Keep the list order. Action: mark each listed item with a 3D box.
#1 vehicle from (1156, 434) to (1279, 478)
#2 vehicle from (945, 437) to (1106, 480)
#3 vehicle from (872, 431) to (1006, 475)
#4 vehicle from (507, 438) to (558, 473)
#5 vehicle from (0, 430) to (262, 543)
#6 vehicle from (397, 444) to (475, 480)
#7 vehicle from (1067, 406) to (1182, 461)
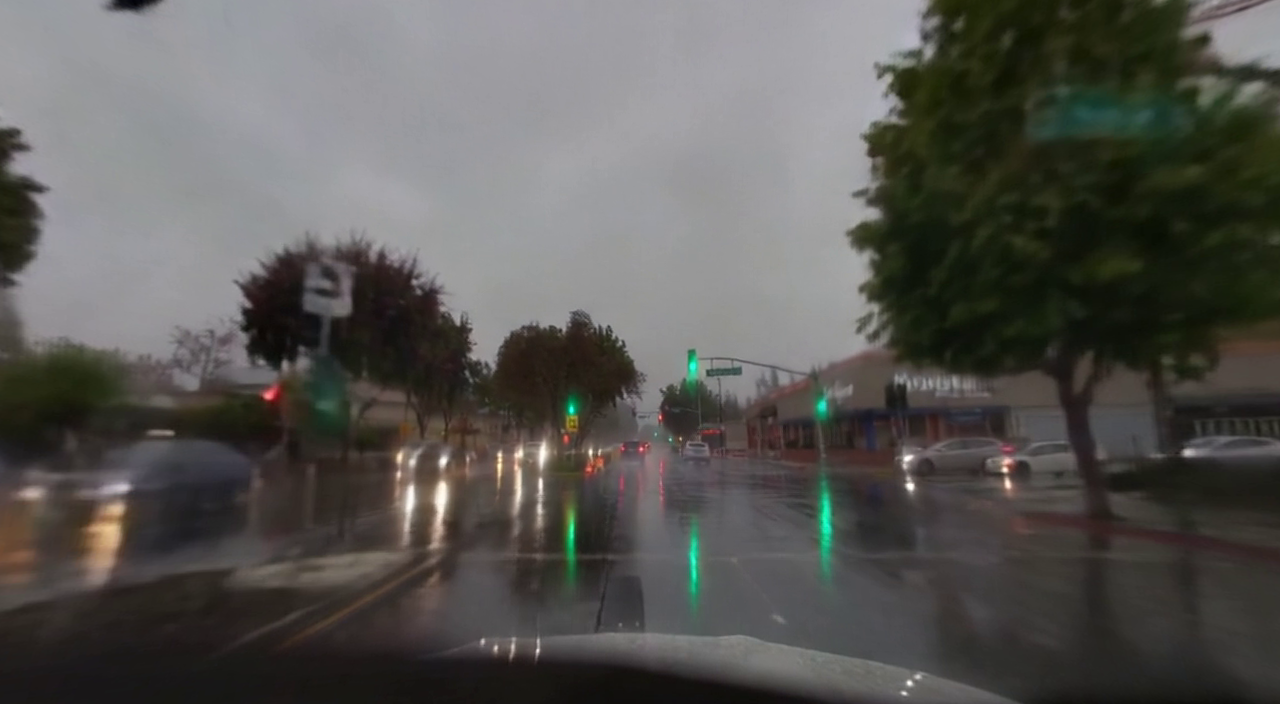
[{"bbox_3d":[21.246,3.699,22.695,3.995,1.463,1.862,1,-9,-9],"label":"vehicle"},{"bbox_3d":[13.845,3.848,22.894,4.506,1.479,1.924,0,-9,1],"label":"vehicle"},{"bbox_3d":[12.680,4.331,27.081,4.641,1.772,2.080,-1,-9,6],"label":"vehicle"},{"bbox_3d":[-5.906,5.704,35.227,1.983,1.715,4.466,-3,-8,0],"label":"vehicle"},{"bbox_3d":[-8.959,2.274,11.323,1.918,1.640,3.971,0,-9,-1],"label":"vehicle"},{"bbox_3d":[-8.906,4.833,27.986,2.067,1.460,4.290,0,-9,0],"label":"vehicle"},{"bbox_3d":[36.772,6.314,48.582,3.124,3.783,10.331,-3,-8,15],"label":"vehicle"}]
